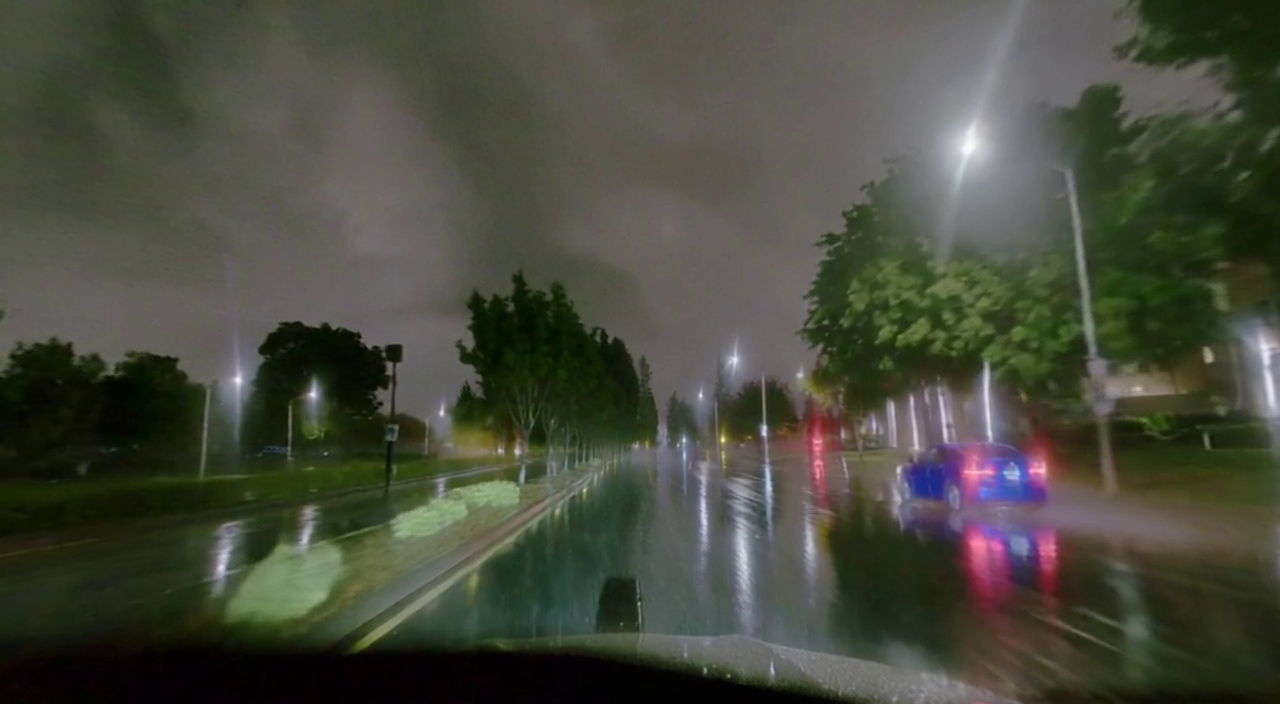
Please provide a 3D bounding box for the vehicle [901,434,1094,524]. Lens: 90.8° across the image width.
[{"bbox_3d":[6.917,2.451,12.707,1.797,1.518,3.433,0,-8,-1],"label":"vehicle"}]
